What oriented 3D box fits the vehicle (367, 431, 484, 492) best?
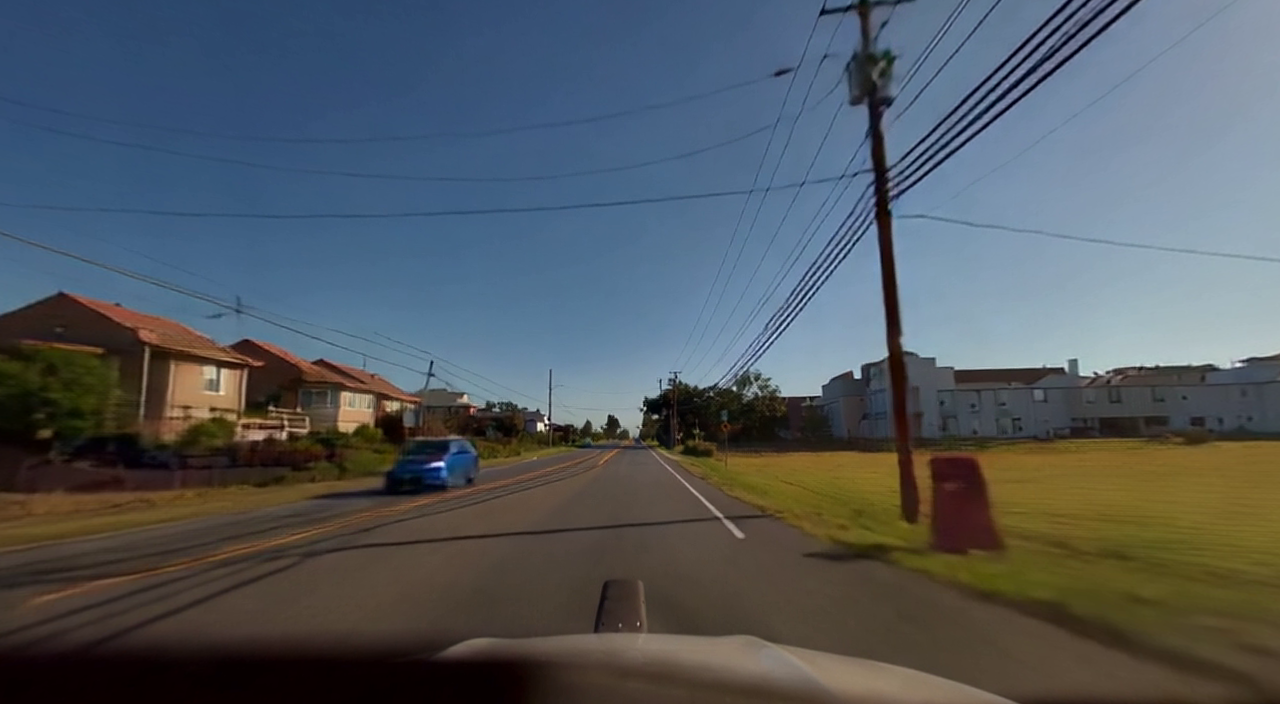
[{"bbox_3d":[-6.613,3.430,20.129,2.113,1.710,4.438,0,-8,1],"label":"vehicle"}]
